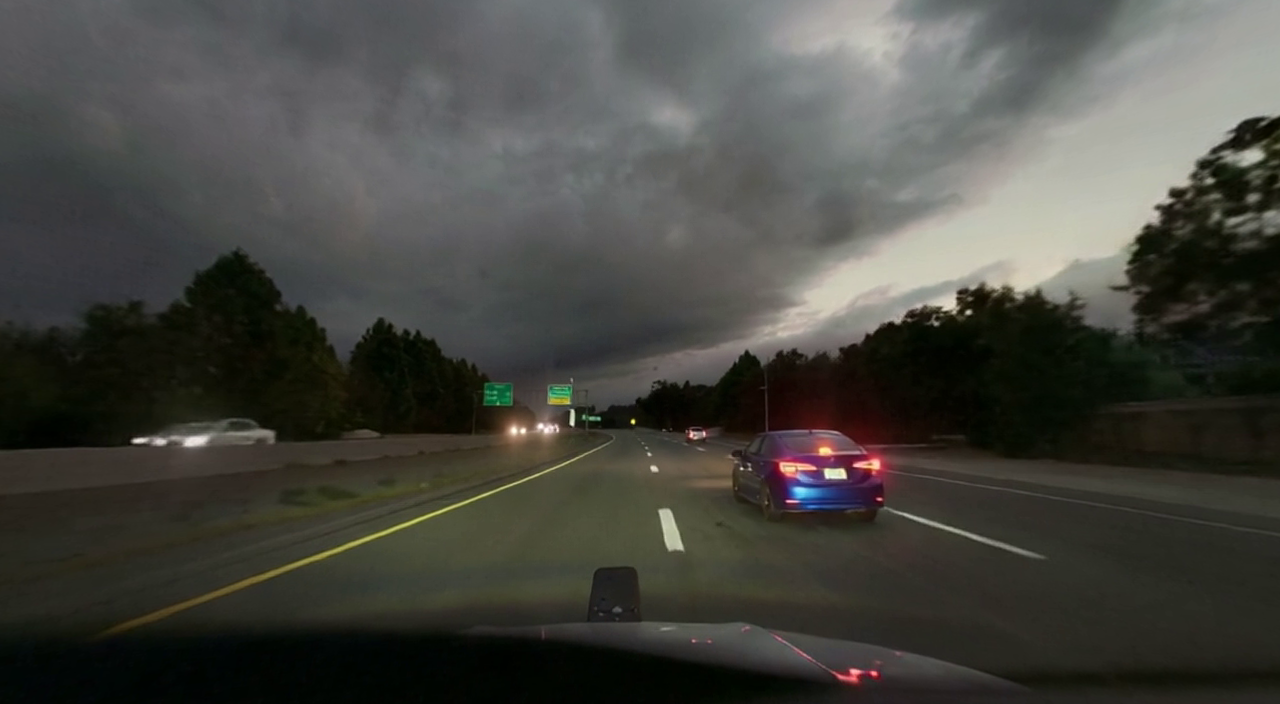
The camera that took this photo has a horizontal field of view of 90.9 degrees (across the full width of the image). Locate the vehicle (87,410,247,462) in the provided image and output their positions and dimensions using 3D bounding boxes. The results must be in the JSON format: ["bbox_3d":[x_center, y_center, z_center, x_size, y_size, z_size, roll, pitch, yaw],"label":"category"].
[{"bbox_3d":[-15.757,2.839,21.353,2.012,1.579,4.363,0,-8,1],"label":"vehicle"}]

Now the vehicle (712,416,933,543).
[{"bbox_3d":[2.338,1.742,9.379,1.977,1.443,4.225,0,-8,-1],"label":"vehicle"}]
